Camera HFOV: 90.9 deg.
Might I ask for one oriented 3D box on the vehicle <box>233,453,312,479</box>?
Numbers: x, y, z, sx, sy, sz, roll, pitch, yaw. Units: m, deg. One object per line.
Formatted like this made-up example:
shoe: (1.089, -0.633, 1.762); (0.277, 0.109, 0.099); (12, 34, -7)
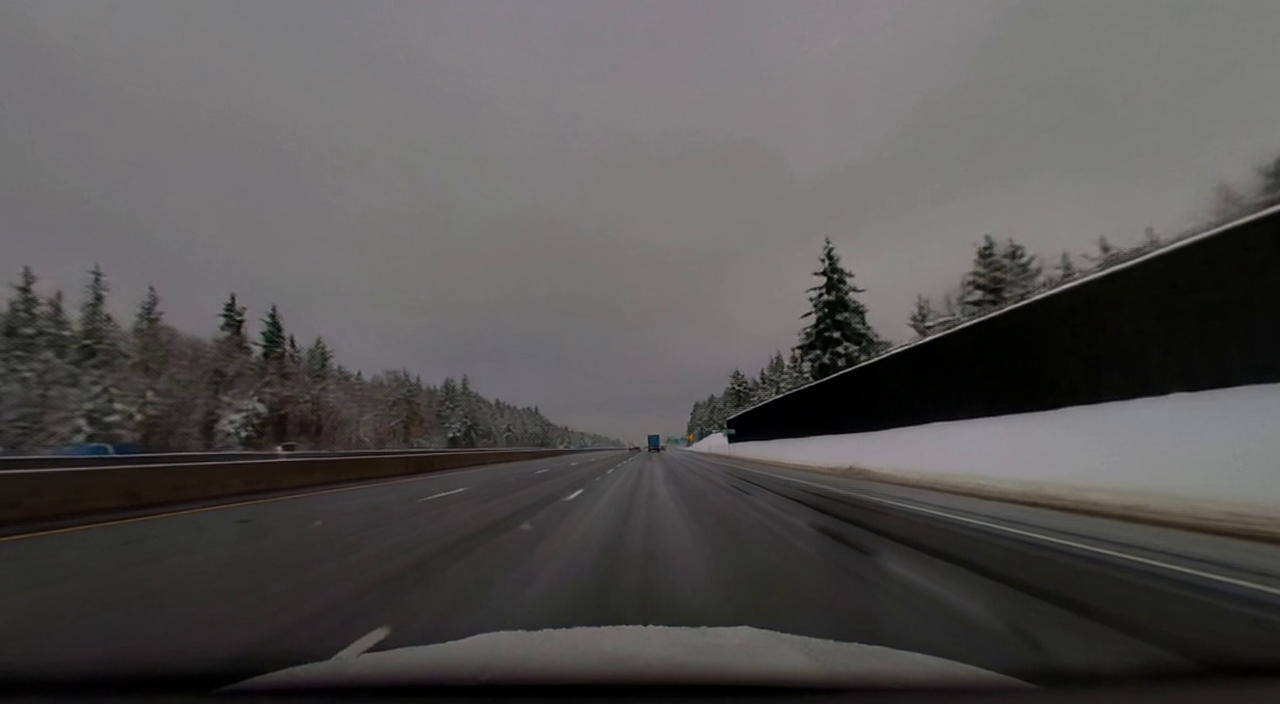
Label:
vehicle: (-21.957, 6.821, 37.928); (1.900, 1.475, 4.609); (0, -9, 1)
